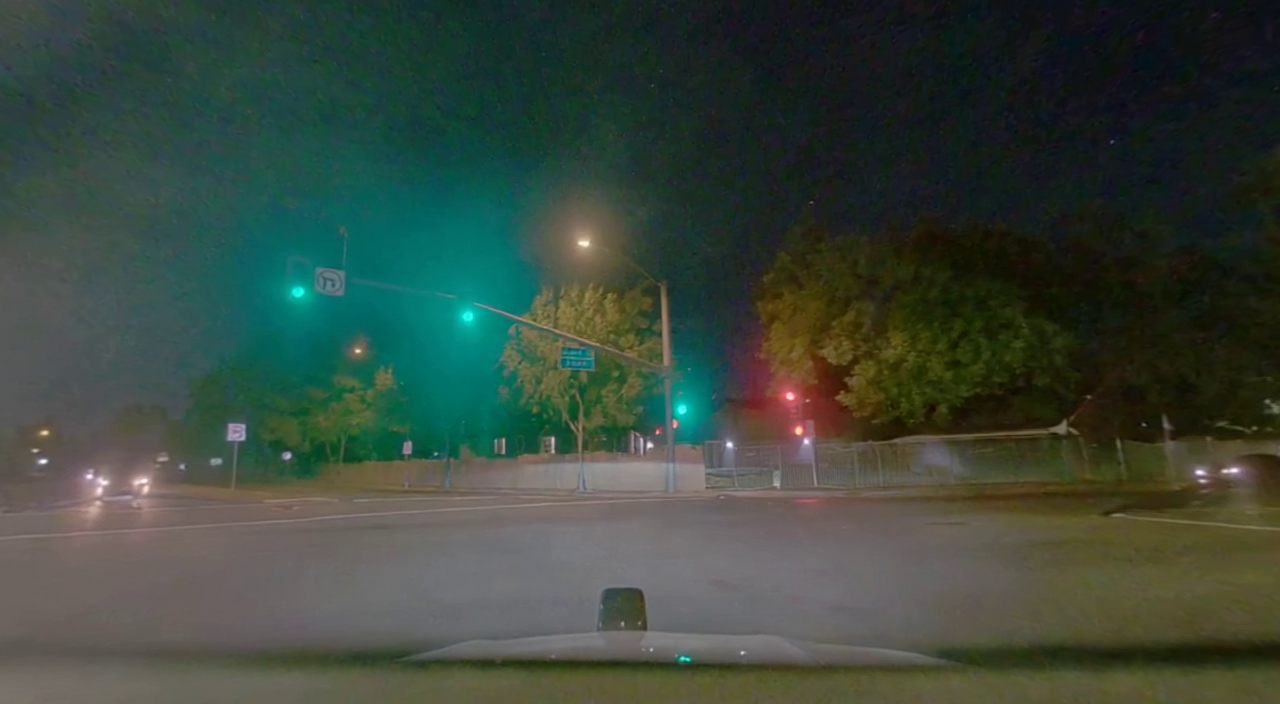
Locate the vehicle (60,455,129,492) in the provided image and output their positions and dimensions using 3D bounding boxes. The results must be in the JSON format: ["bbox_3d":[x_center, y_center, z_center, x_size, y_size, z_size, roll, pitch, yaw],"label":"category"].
[{"bbox_3d":[-30.422,6.714,34.939,4.857,1.809,2.196,-8,-11,42],"label":"vehicle"}]

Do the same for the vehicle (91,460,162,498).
[{"bbox_3d":[-23.602,5.761,28.796,4.286,1.476,1.888,-8,-11,43],"label":"vehicle"}]

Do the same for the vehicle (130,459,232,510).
[{"bbox_3d":[-16.231,4.566,22.088,4.652,1.464,1.912,-8,-11,42],"label":"vehicle"}]
